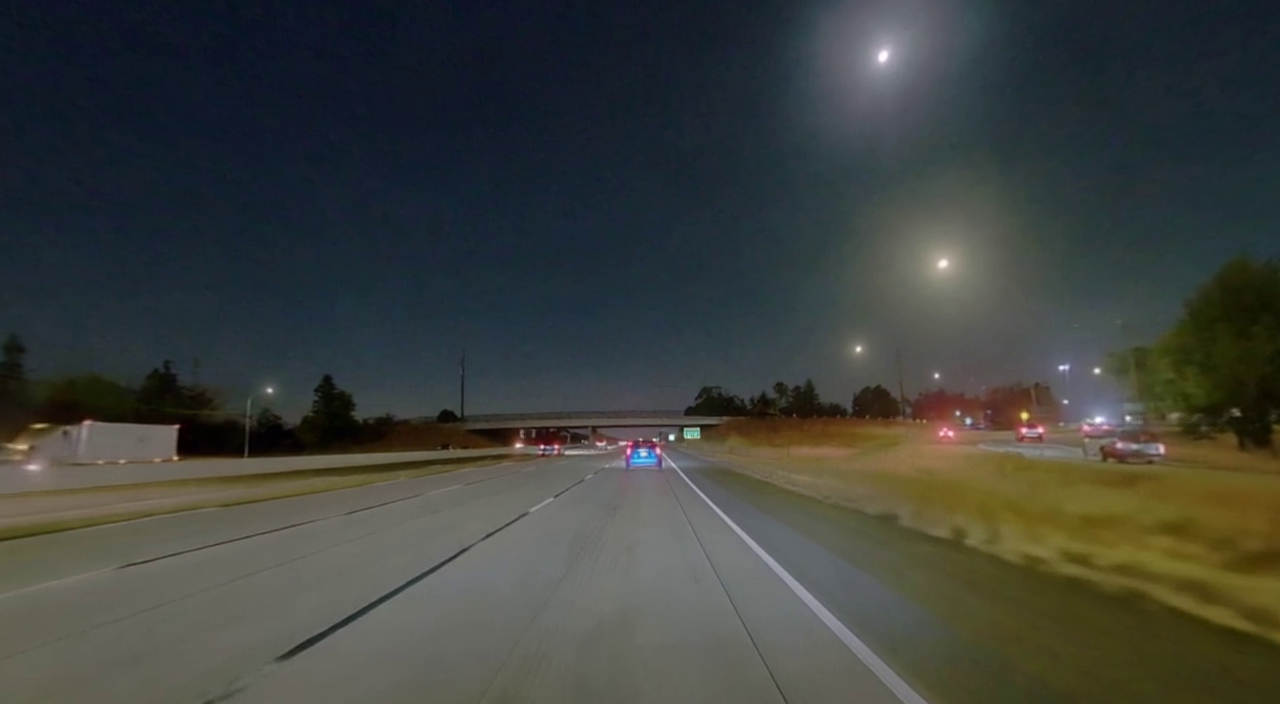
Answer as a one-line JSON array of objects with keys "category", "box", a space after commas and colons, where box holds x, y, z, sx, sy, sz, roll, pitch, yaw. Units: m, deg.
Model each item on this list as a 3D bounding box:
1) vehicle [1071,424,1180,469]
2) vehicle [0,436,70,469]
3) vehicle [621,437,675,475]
[{"category": "vehicle", "box": [21.016, 4.116, 27.570, 2.095, 1.674, 4.530, 1, -8, 15]}, {"category": "vehicle", "box": [-44.651, 7.176, 45.241, 2.857, 2.170, 4.763, -1, -8, 1]}, {"category": "vehicle", "box": [0.340, 4.472, 27.322, 2.145, 1.493, 4.146, 0, -8, 0]}]
